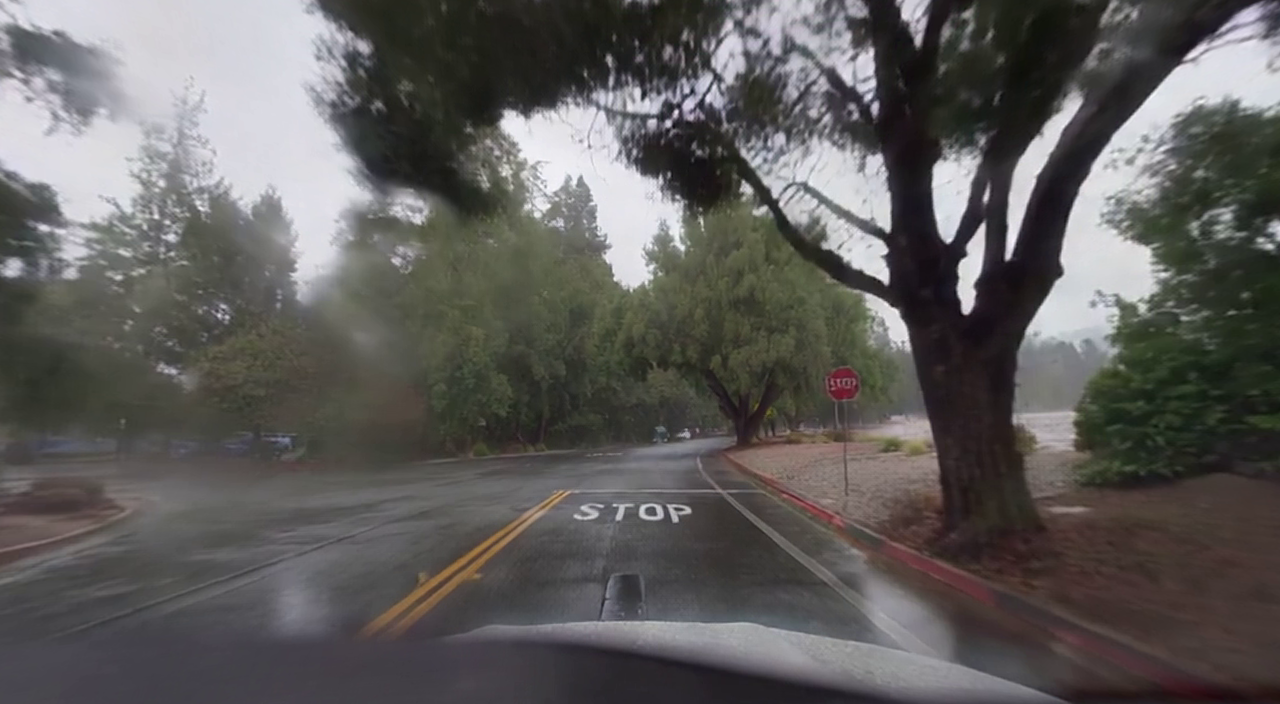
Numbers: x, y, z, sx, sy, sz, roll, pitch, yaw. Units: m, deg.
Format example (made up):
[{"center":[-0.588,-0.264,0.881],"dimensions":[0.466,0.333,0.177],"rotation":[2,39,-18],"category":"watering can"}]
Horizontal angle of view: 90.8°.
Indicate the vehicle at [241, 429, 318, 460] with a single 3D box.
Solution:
[{"center":[-27.292,7.020,47.886],"dimensions":[4.733,1.892,1.939],"rotation":[-4,-4,3],"category":"vehicle"}]
